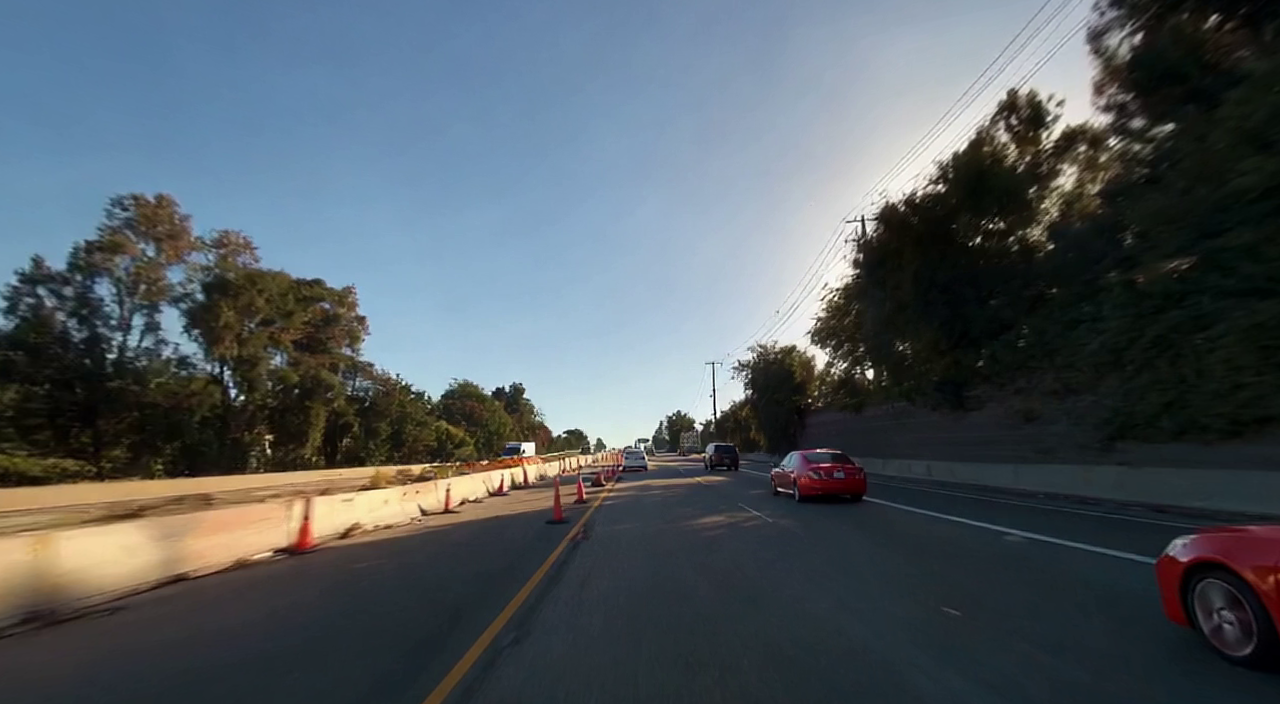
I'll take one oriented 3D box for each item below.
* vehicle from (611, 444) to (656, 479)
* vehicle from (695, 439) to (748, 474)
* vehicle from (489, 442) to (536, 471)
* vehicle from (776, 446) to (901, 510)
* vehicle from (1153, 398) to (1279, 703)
[{"bbox_3d":[-0.280,5.374,31.295,2.096,1.583,4.150,0,-8,0],"label":"vehicle"},{"bbox_3d":[4.911,6.385,38.882,2.559,1.943,5.610,0,-8,0],"label":"vehicle"},{"bbox_3d":[-8.476,6.975,42.366,2.066,1.811,4.683,0,-8,2],"label":"vehicle"},{"bbox_3d":[4.884,3.126,16.143,1.881,1.409,4.016,0,-8,0],"label":"vehicle"},{"bbox_3d":[4.304,0.799,1.718,1.997,1.568,4.529,0,-8,0],"label":"vehicle"}]
